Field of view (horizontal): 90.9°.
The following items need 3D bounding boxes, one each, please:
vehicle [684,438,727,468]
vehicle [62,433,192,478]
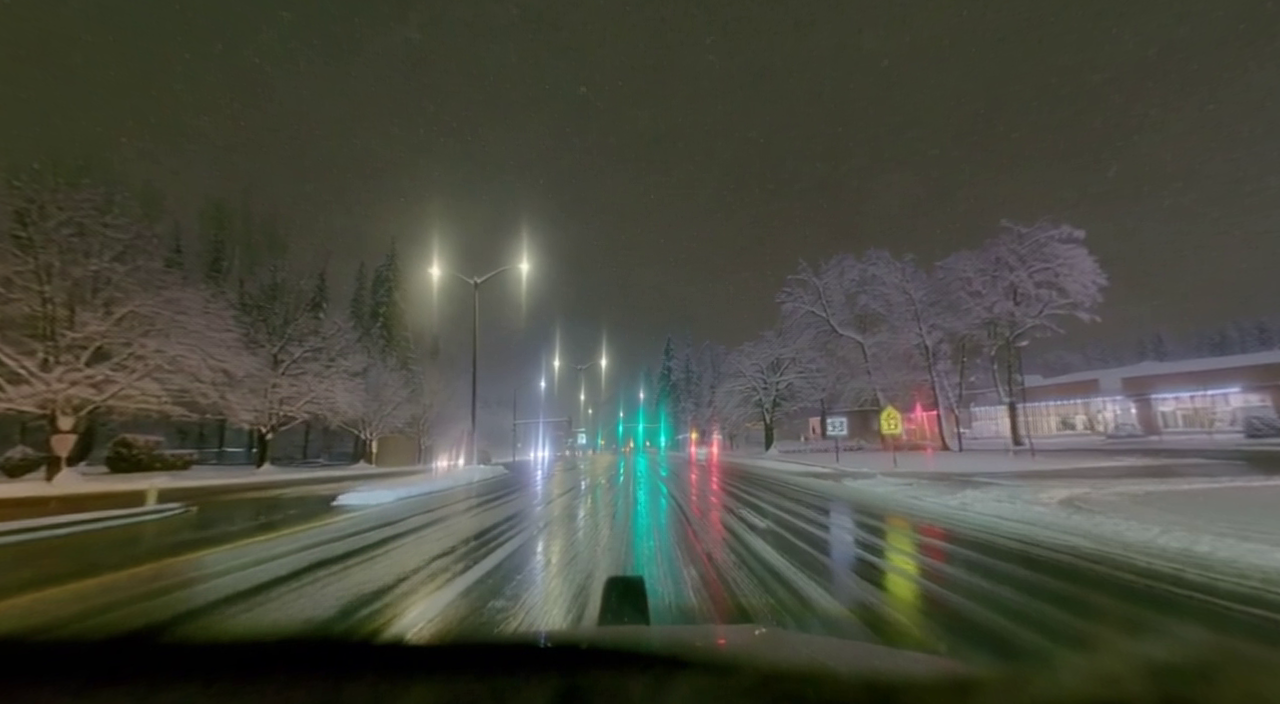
[{"bbox_3d":[3.828,5.986,37.555,2.007,1.683,4.171,0,-8,-1],"label":"vehicle"},{"bbox_3d":[-32.693,6.595,40.342,6.090,2.737,2.475,-1,-8,1],"label":"vehicle"}]
